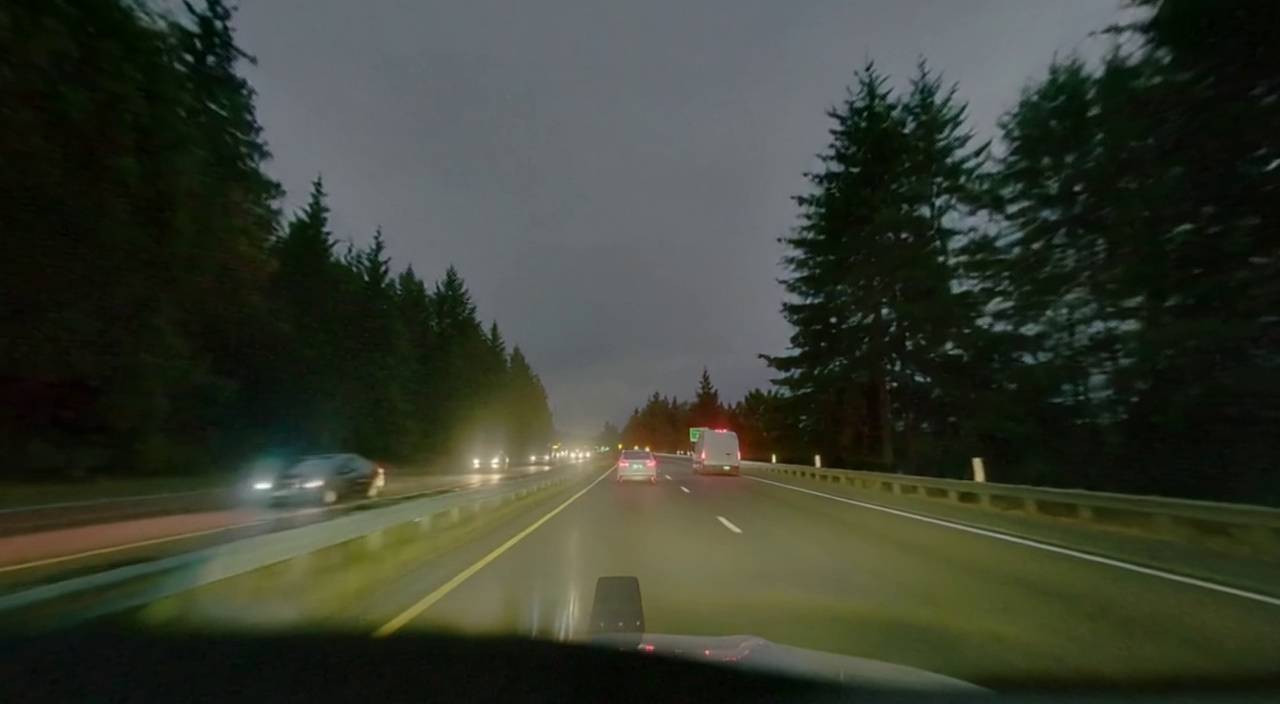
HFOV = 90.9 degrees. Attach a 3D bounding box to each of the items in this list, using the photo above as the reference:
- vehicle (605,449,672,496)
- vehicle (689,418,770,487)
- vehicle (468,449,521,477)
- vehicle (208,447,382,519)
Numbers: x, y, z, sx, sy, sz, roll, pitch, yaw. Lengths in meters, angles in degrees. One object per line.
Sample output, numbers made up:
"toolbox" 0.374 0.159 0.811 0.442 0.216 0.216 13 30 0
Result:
"vehicle" -0.053 4.013 21.308 2.037 1.417 3.885 0 -9 0
"vehicle" 3.703 4.361 27.374 2.513 2.633 5.930 0 -9 -1
"vehicle" -8.099 6.227 35.443 2.047 1.440 3.907 -1 -9 1
"vehicle" -7.341 2.790 13.894 1.719 1.342 3.683 0 -9 0
